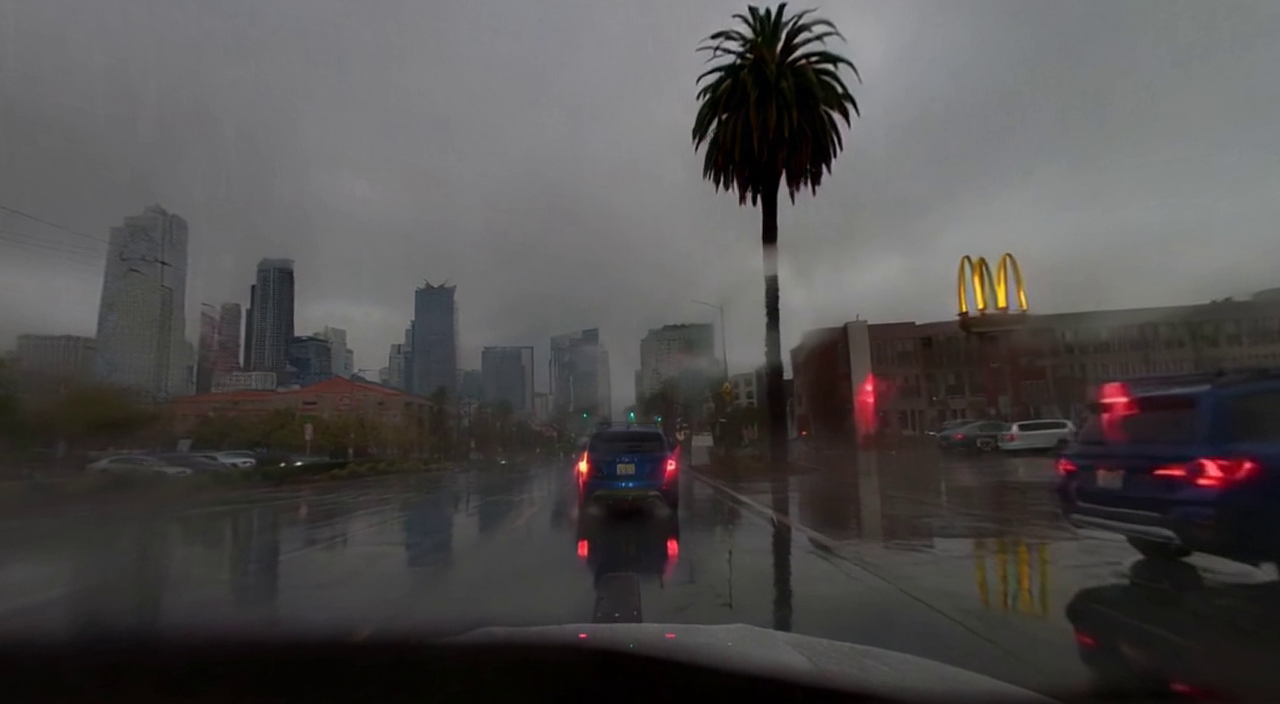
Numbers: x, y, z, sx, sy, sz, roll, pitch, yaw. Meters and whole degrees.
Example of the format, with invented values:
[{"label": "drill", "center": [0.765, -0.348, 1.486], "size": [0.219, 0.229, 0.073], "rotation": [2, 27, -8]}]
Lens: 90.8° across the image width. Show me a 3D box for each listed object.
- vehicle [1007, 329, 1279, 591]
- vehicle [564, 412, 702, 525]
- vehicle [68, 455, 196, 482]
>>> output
[{"label": "vehicle", "center": [6.231, 0.860, 5.331], "size": [4.828, 1.733, 2.231], "rotation": [0, -9, 0]}, {"label": "vehicle", "center": [-0.157, 2.181, 12.231], "size": [2.234, 1.818, 3.869], "rotation": [0, -9, -1]}, {"label": "vehicle", "center": [-28.127, 6.476, 35.202], "size": [5.154, 1.343, 1.943], "rotation": [4, -9, -24]}]
